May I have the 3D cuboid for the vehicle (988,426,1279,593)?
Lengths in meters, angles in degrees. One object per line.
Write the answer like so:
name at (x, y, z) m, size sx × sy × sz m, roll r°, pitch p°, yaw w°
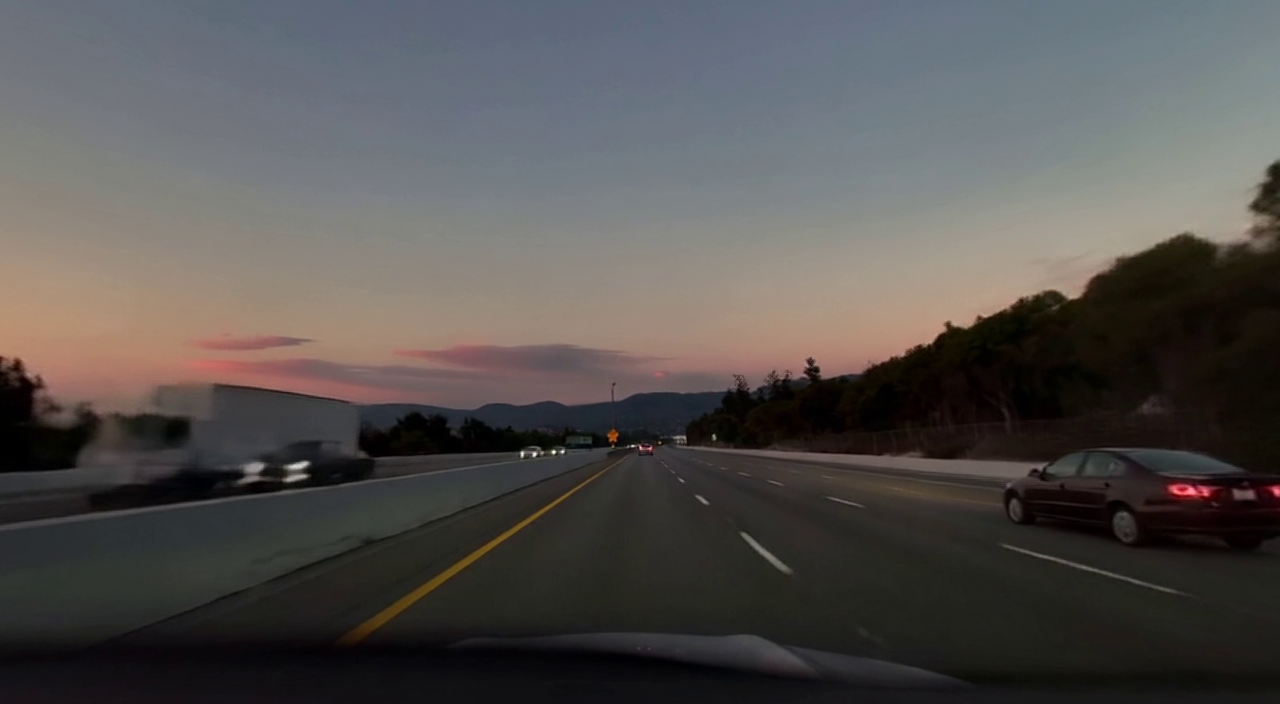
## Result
vehicle at (6.931, 1.796, 8.113) m, size 2.093 × 1.525 × 4.865 m, roll 0°, pitch -8°, yaw 0°

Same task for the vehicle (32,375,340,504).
vehicle at (-14.896, 3.159, 22.555) m, size 2.966 × 3.515 × 10.615 m, roll 0°, pitch -9°, yaw 1°

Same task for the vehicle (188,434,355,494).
vehicle at (-11.159, 3.428, 19.697) m, size 1.991 × 1.603 × 5.124 m, roll 0°, pitch -9°, yaw 2°
